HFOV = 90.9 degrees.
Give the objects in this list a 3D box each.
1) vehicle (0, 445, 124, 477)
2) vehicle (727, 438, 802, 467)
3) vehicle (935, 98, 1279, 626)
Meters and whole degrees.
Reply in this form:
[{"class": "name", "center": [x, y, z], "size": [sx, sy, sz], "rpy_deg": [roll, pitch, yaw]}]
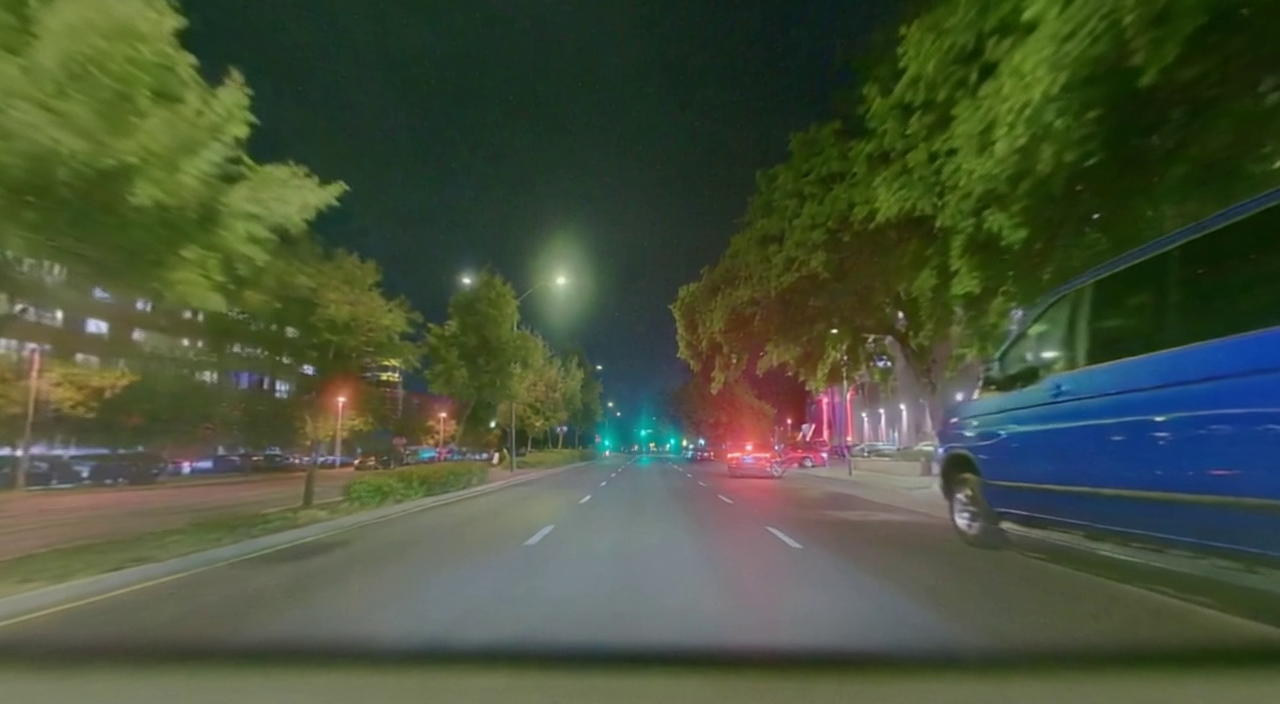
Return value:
[{"class": "vehicle", "center": [-32.177, 6.041, 35.108], "size": [4.796, 1.581, 2.278], "rpy_deg": [-2, -9, -1]}, {"class": "vehicle", "center": [9.687, 7.801, 48.999], "size": [5.329, 2.114, 2.325], "rpy_deg": [-3, -9, 19]}, {"class": "vehicle", "center": [6.493, 0.035, 4.603], "size": [3.145, 4.015, 10.939], "rpy_deg": [0, -9, -1]}]
